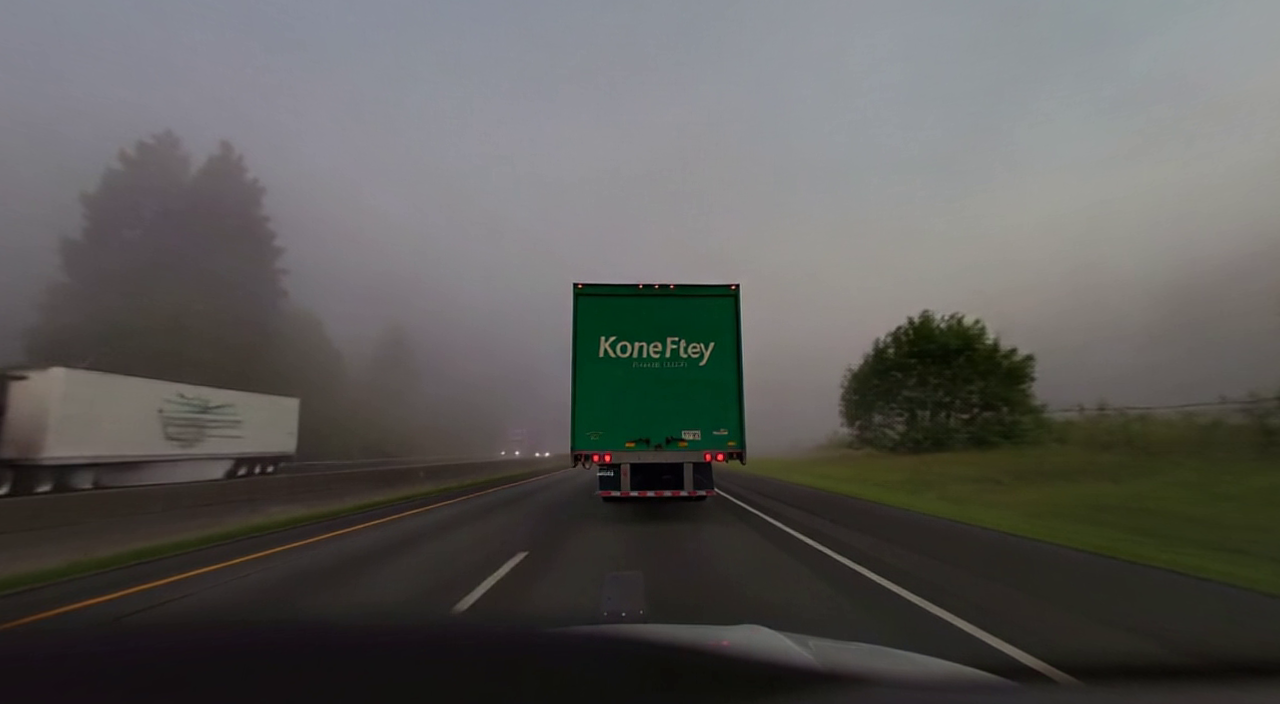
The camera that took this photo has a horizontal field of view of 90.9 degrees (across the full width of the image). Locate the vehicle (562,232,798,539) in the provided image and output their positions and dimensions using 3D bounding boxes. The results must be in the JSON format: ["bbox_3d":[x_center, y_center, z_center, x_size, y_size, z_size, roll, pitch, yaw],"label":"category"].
[{"bbox_3d":[0.512,1.521,16.064,3.230,4.377,14.405,0,-9,0],"label":"vehicle"}]

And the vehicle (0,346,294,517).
[{"bbox_3d":[-16.581,2.781,20.657,2.836,4.015,13.173,0,-9,1],"label":"vehicle"}]
